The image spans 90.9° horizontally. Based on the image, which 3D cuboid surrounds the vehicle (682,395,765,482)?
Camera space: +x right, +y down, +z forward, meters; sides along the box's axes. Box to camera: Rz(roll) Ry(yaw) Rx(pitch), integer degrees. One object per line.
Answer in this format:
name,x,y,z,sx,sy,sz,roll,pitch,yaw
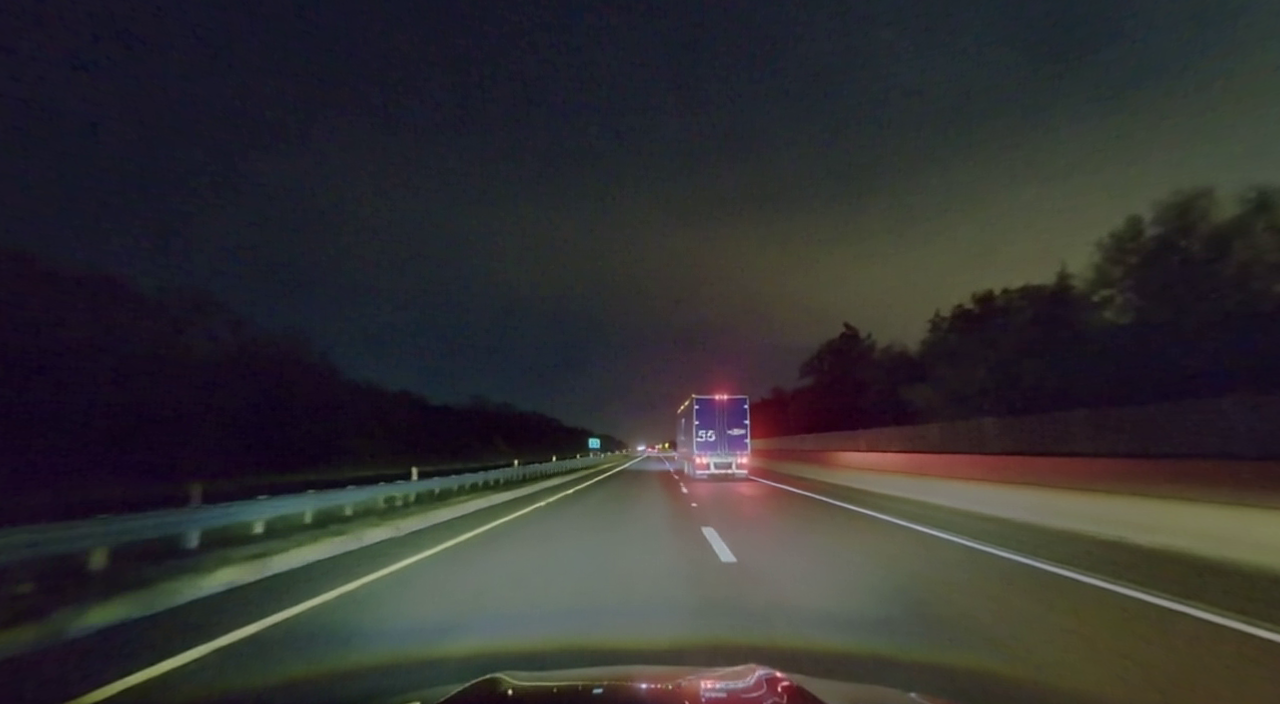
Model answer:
vehicle,3.944,4.546,32.425,3.107,3.718,10.231,0,-9,1
